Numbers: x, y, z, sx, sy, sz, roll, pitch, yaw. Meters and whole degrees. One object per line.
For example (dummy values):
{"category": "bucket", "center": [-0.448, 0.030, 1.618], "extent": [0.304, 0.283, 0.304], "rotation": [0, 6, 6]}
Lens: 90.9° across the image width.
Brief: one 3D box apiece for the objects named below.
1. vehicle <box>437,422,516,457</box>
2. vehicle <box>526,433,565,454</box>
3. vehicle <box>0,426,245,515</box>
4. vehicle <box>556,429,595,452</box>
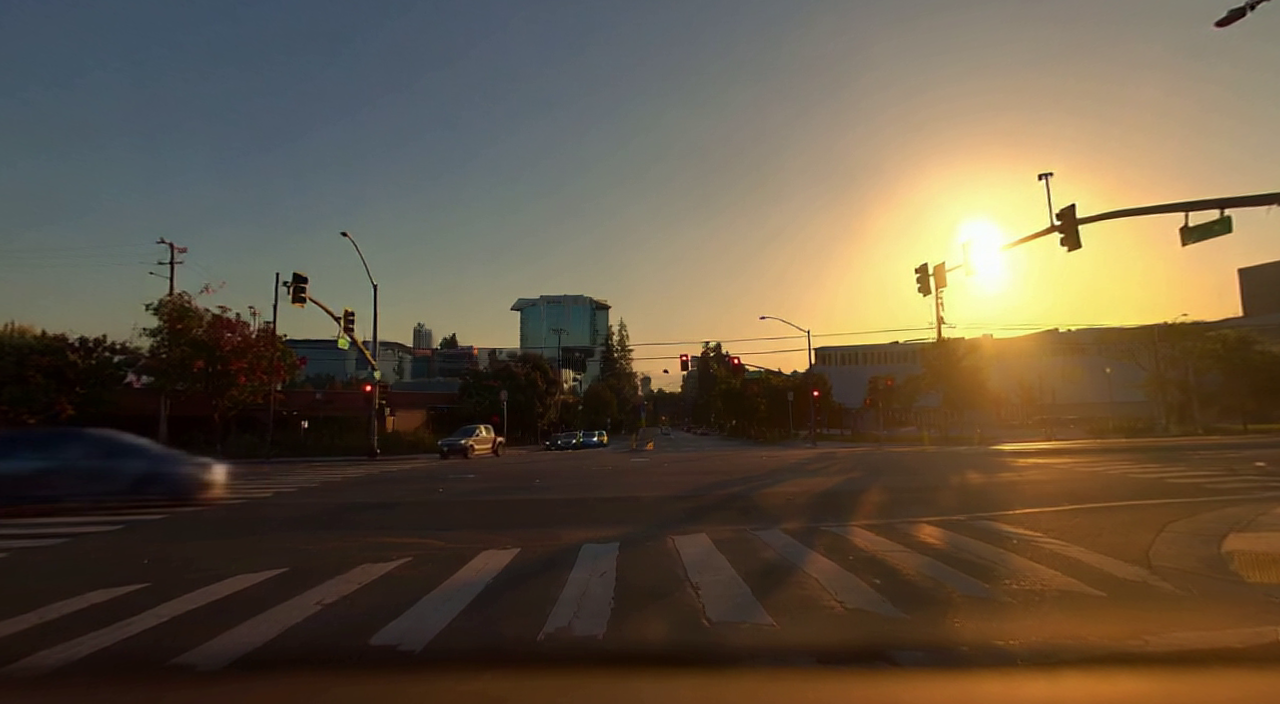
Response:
{"category": "vehicle", "center": [-9.364, 5.103, 36.580], "extent": [2.000, 1.864, 5.044], "rotation": [-3, -9, 17]}
{"category": "vehicle", "center": [-7.300, 7.128, 49.009], "extent": [2.054, 1.536, 3.927], "rotation": [-1, -9, 7]}
{"category": "vehicle", "center": [-11.483, 2.443, 13.271], "extent": [4.854, 1.684, 1.945], "rotation": [1, -9, -10]}
{"category": "vehicle", "center": [-4.398, 6.174, 43.773], "extent": [1.919, 1.467, 4.086], "rotation": [-1, -9, 5]}
